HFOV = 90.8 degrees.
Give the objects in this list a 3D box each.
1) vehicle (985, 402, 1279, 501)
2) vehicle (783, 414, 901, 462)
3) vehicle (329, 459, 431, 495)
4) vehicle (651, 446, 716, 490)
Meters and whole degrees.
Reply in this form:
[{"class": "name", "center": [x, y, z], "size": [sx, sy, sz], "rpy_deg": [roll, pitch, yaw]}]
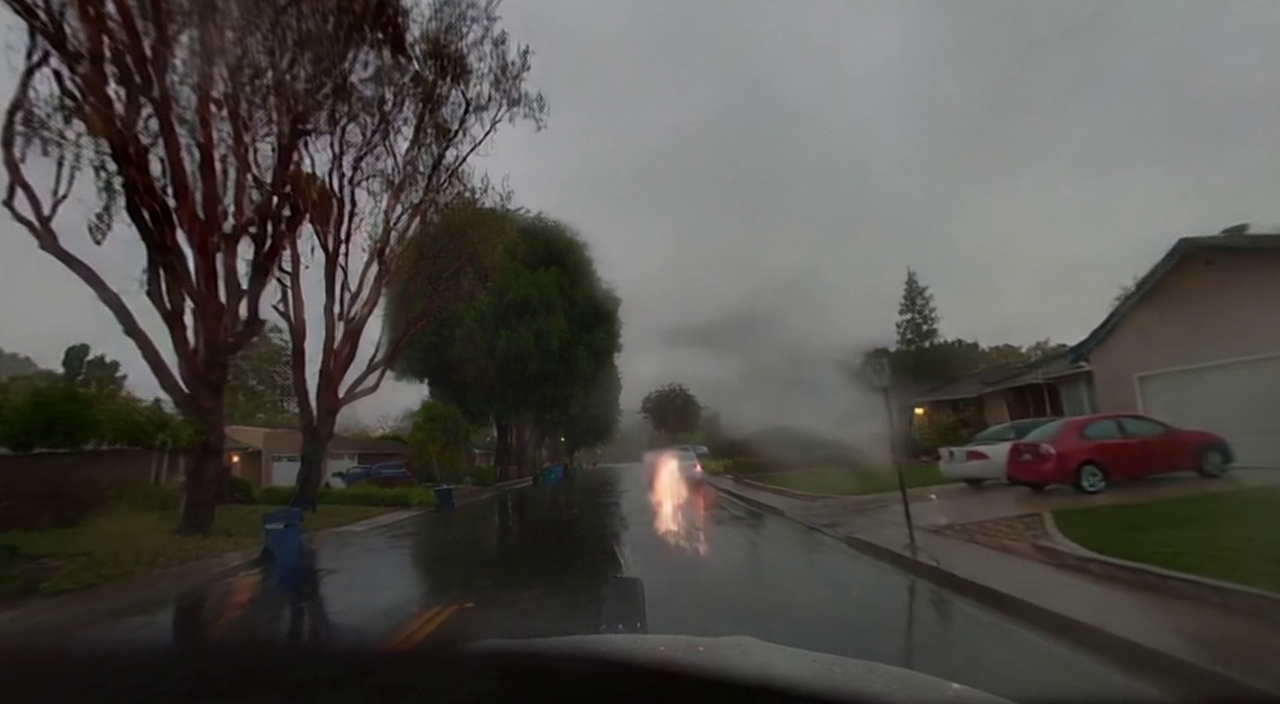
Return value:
[{"class": "vehicle", "center": [9.178, 1.853, 11.832], "size": [4.230, 1.666, 1.978], "rpy_deg": [0, -9, 0]}, {"class": "vehicle", "center": [9.460, 4.126, 29.992], "size": [4.861, 1.911, 2.181], "rpy_deg": [2, -13, 0]}, {"class": "vehicle", "center": [-13.884, 6.693, 33.941], "size": [4.511, 1.809, 2.018], "rpy_deg": [0, -9, 0]}, {"class": "vehicle", "center": [1.582, 4.480, 24.778], "size": [2.009, 1.506, 4.698], "rpy_deg": [0, -9, -2]}]
